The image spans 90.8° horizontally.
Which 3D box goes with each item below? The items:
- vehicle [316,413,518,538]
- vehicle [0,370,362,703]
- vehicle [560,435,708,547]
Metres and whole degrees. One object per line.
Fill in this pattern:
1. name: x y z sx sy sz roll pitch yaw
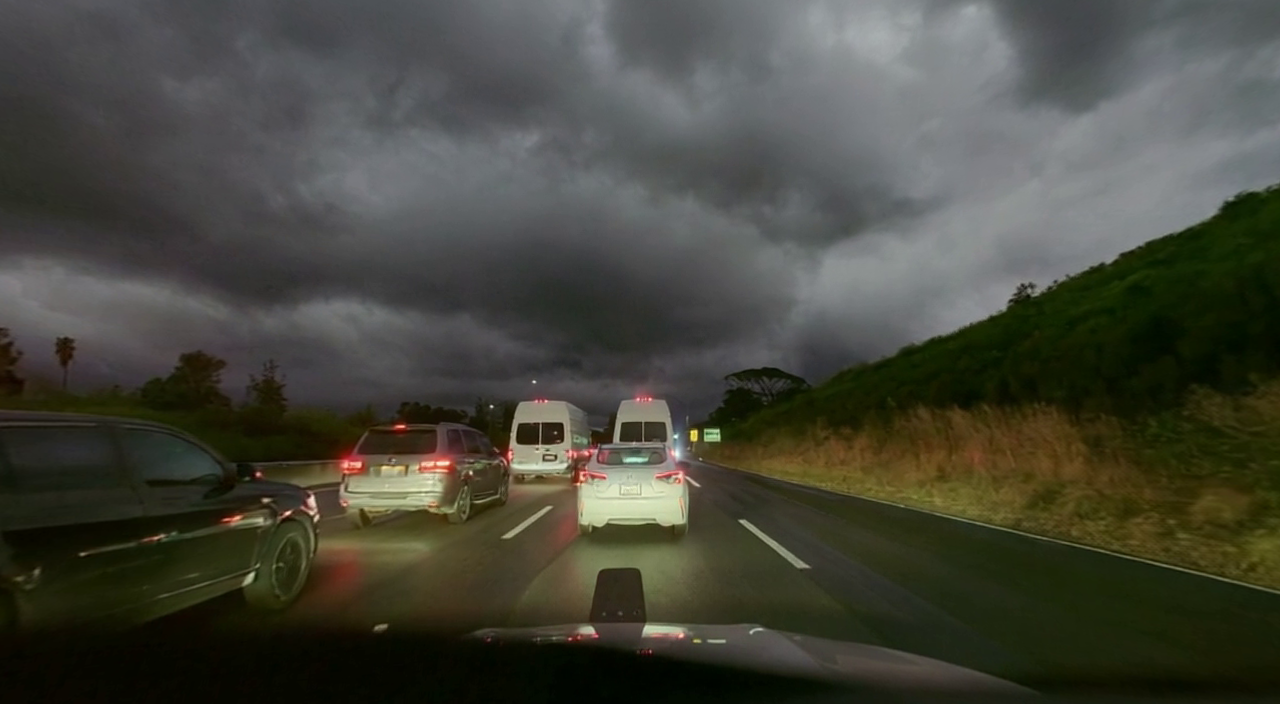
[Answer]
1. vehicle: -3.937 2.289 12.202 2.055 1.913 4.584 -1 -9 2
2. vehicle: -3.660 1.088 3.699 2.029 1.656 4.437 0 -9 0
3. vehicle: -0.080 2.155 10.314 1.995 1.495 3.380 0 -9 0
